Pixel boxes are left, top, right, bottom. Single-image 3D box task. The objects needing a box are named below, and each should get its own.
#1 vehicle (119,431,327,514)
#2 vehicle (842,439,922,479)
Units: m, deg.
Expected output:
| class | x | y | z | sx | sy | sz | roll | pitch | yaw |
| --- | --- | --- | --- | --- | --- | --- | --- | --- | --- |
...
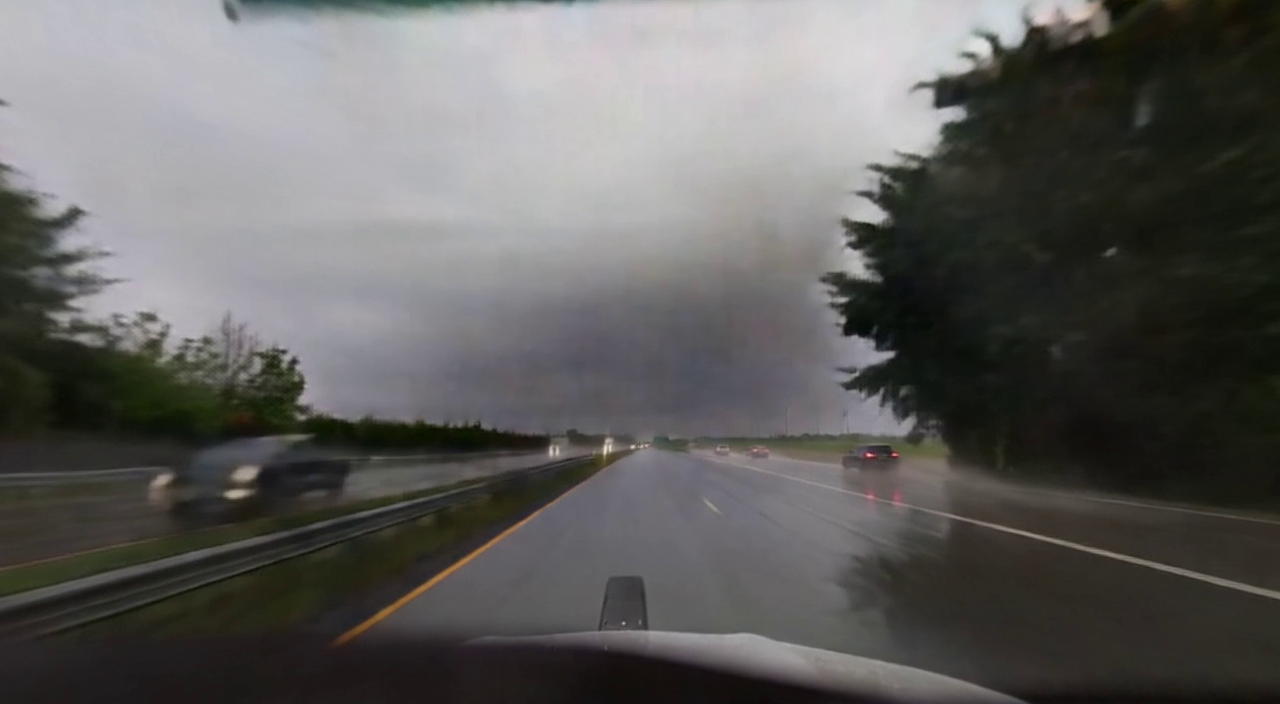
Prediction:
| class | x | y | z | sx | sy | sz | roll | pitch | yaw |
| --- | --- | --- | --- | --- | --- | --- | --- | --- | --- |
| vehicle | -9.519 | 2.775 | 14.938 | 1.848 | 1.641 | 4.321 | 0 | -9 | 1 |
| vehicle | 11.092 | 4.936 | 29.297 | 1.897 | 1.669 | 4.825 | 0 | -9 | 2 |
